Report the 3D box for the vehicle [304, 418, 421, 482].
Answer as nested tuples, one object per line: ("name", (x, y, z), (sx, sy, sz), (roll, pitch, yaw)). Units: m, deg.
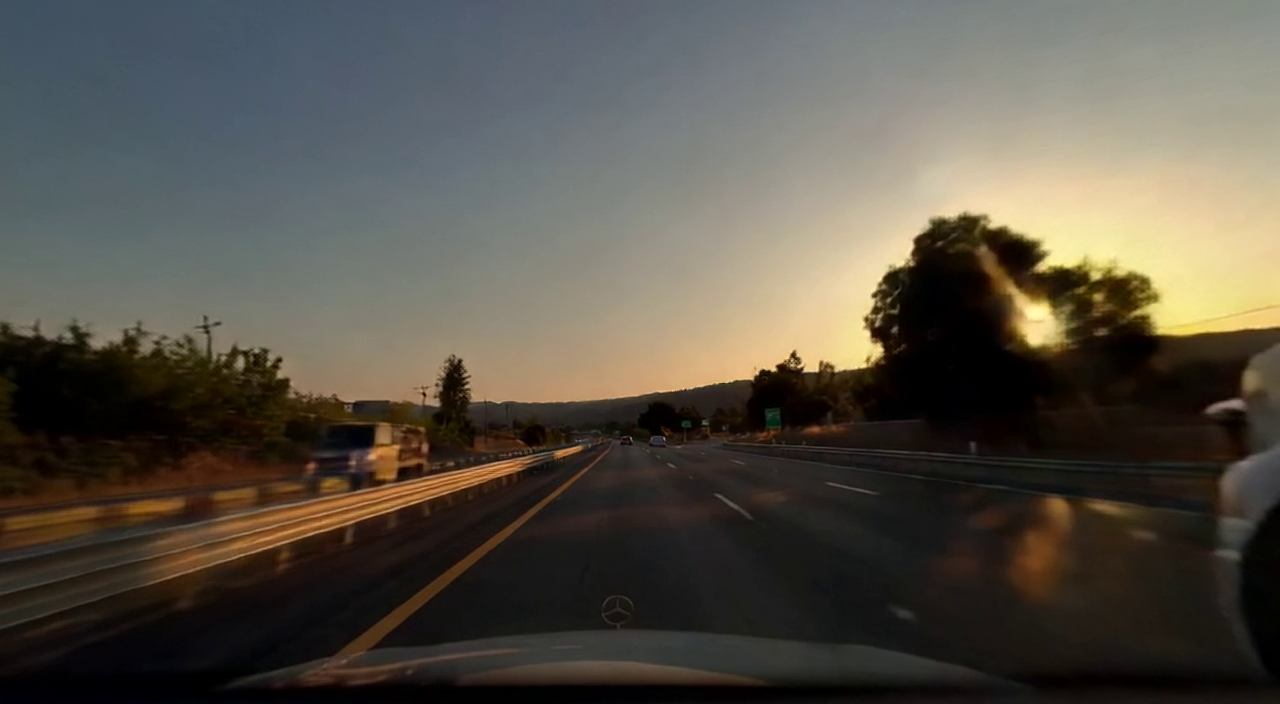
("vehicle", (-12.091, 4.300, 28.065), (2.380, 2.522, 6.211), (0, -8, 0))
